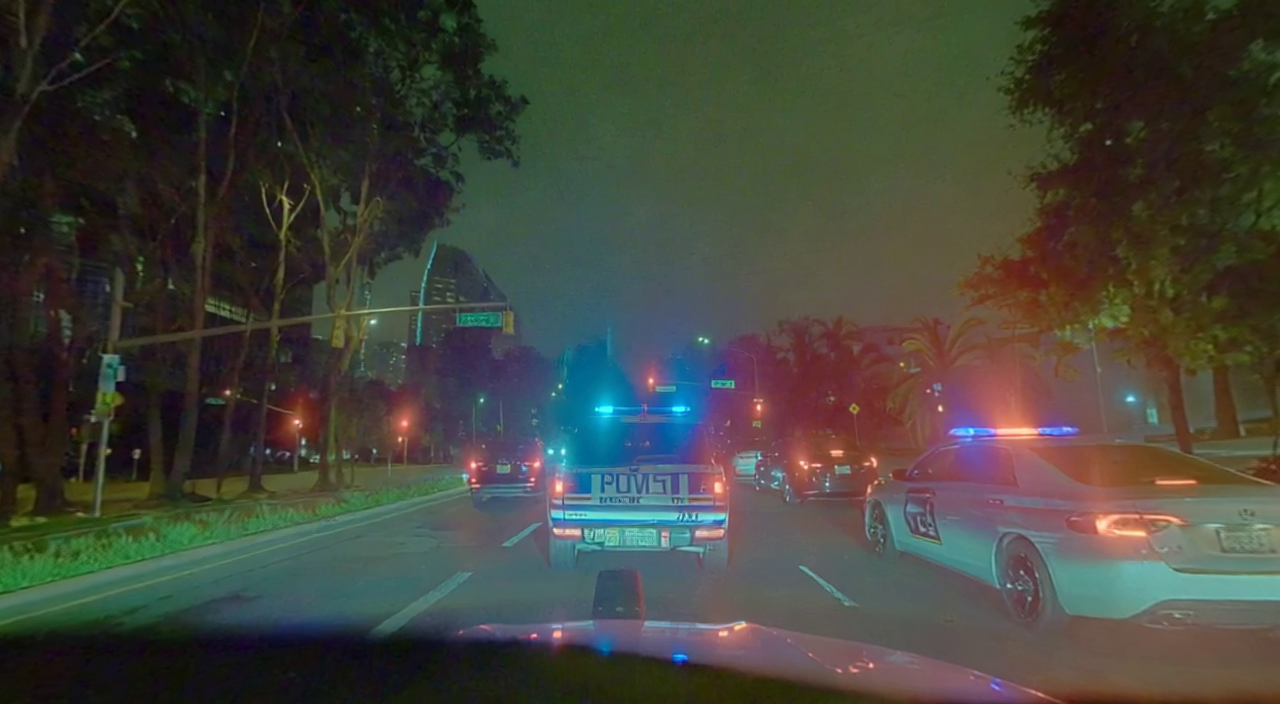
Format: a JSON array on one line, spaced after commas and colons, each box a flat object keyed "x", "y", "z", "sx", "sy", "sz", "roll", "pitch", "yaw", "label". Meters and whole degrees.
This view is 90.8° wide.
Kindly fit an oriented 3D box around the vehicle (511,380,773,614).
[{"x": -0.036, "y": 1.458, "z": 7.275, "sx": 2.038, "sy": 1.819, "sz": 4.505, "roll": 0, "pitch": -8, "yaw": -1, "label": "vehicle"}]

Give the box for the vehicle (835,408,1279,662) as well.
[{"x": 3.636, "y": 1.417, "z": 6.079, "sx": 1.995, "sy": 1.483, "sz": 4.533, "roll": 0, "pitch": -8, "yaw": -1, "label": "vehicle"}]

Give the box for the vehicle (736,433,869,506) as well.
[{"x": 3.646, "y": 2.711, "z": 15.068, "sx": 1.940, "sy": 1.474, "sz": 4.234, "roll": 0, "pitch": -8, "yaw": -1, "label": "vehicle"}]

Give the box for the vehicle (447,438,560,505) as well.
[{"x": -3.308, "y": 2.983, "z": 16.213, "sx": 1.913, "sy": 1.464, "sz": 4.276, "roll": 0, "pitch": -8, "yaw": 0, "label": "vehicle"}]
